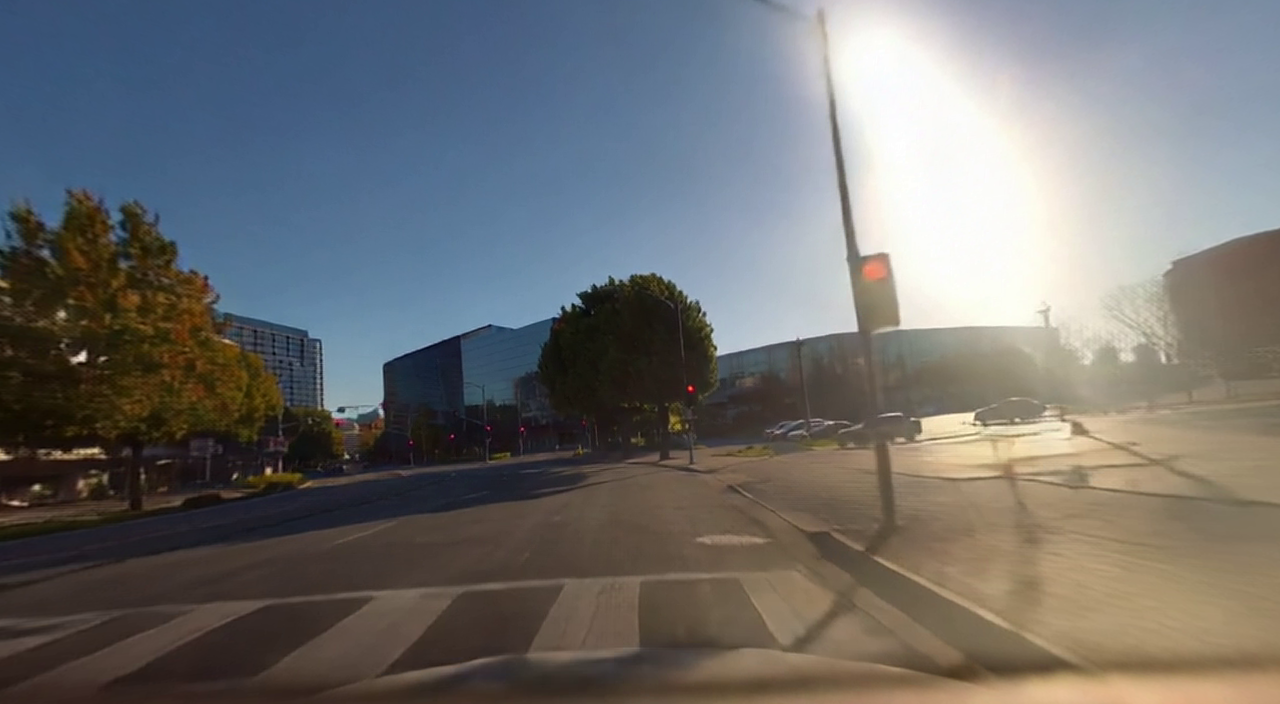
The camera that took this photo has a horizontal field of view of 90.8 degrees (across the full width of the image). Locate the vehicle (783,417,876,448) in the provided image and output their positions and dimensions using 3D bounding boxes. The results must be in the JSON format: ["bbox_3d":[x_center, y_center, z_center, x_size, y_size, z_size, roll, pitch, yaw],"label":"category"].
[{"bbox_3d":[10.403,4.453,34.809,4.400,1.584,1.964,2,-9,-12],"label":"vehicle"}]

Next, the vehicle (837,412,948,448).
[{"bbox_3d":[11.727,3.667,29.516,4.332,1.581,2.028,1,-8,-11],"label":"vehicle"}]
